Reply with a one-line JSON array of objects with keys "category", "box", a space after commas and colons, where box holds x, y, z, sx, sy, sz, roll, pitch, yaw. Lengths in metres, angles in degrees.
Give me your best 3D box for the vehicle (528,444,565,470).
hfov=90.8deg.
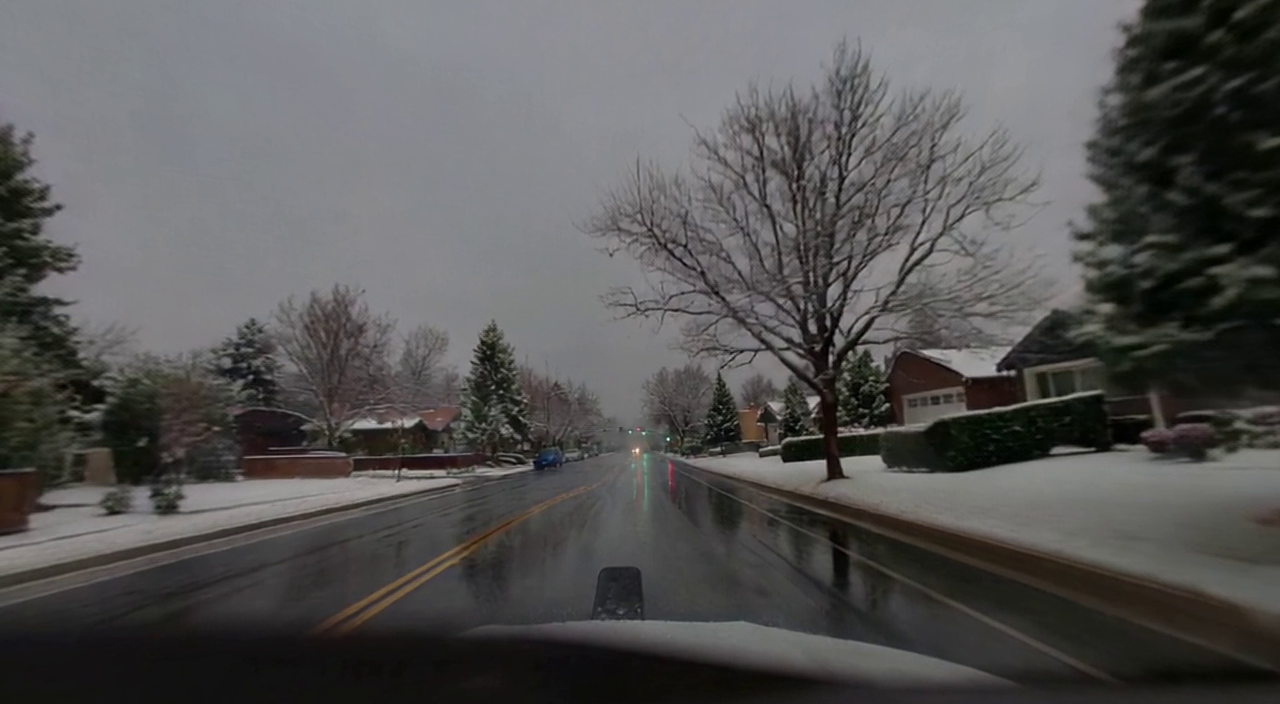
[{"category": "vehicle", "box": [-7.184, 8.098, 48.930, 2.209, 1.807, 4.432, -1, -9, -1]}]
